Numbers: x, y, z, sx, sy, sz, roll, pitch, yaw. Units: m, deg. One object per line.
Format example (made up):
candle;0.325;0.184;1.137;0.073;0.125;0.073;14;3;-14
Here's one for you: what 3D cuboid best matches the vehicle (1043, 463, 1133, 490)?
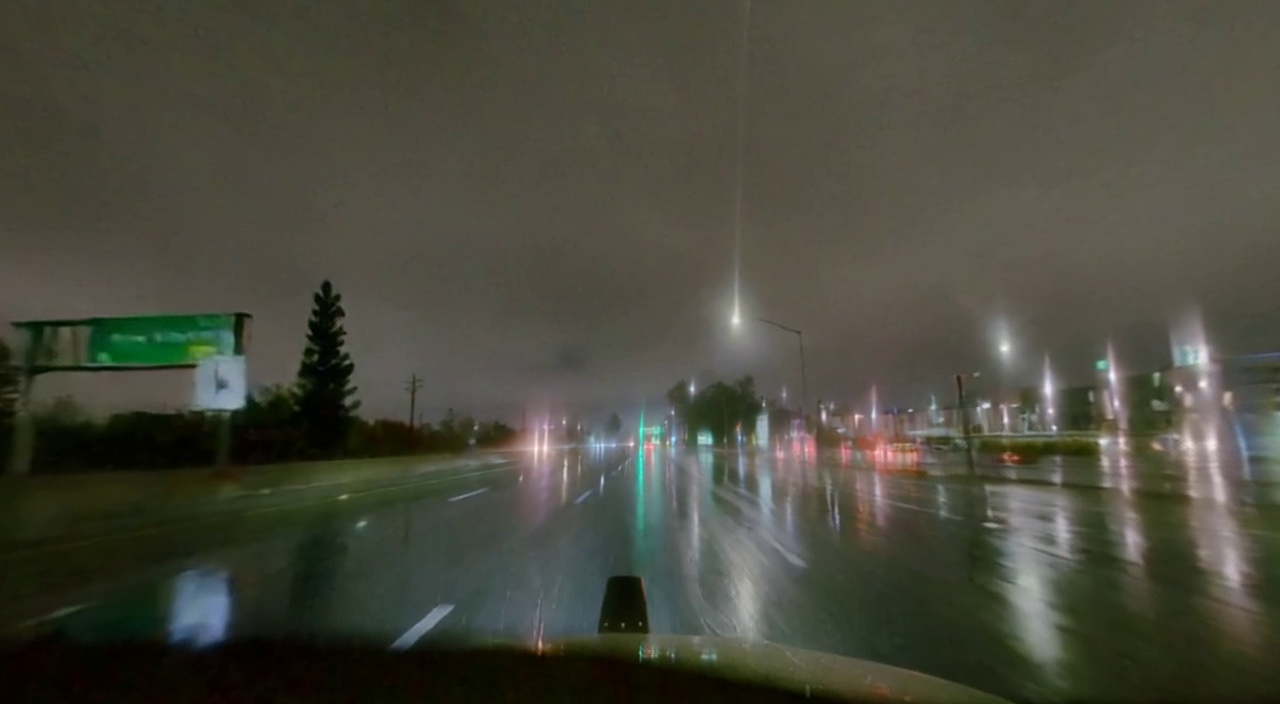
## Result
vehicle;26.929;7.479;37.992;4.085;1.445;1.752;-1;-8;-3
